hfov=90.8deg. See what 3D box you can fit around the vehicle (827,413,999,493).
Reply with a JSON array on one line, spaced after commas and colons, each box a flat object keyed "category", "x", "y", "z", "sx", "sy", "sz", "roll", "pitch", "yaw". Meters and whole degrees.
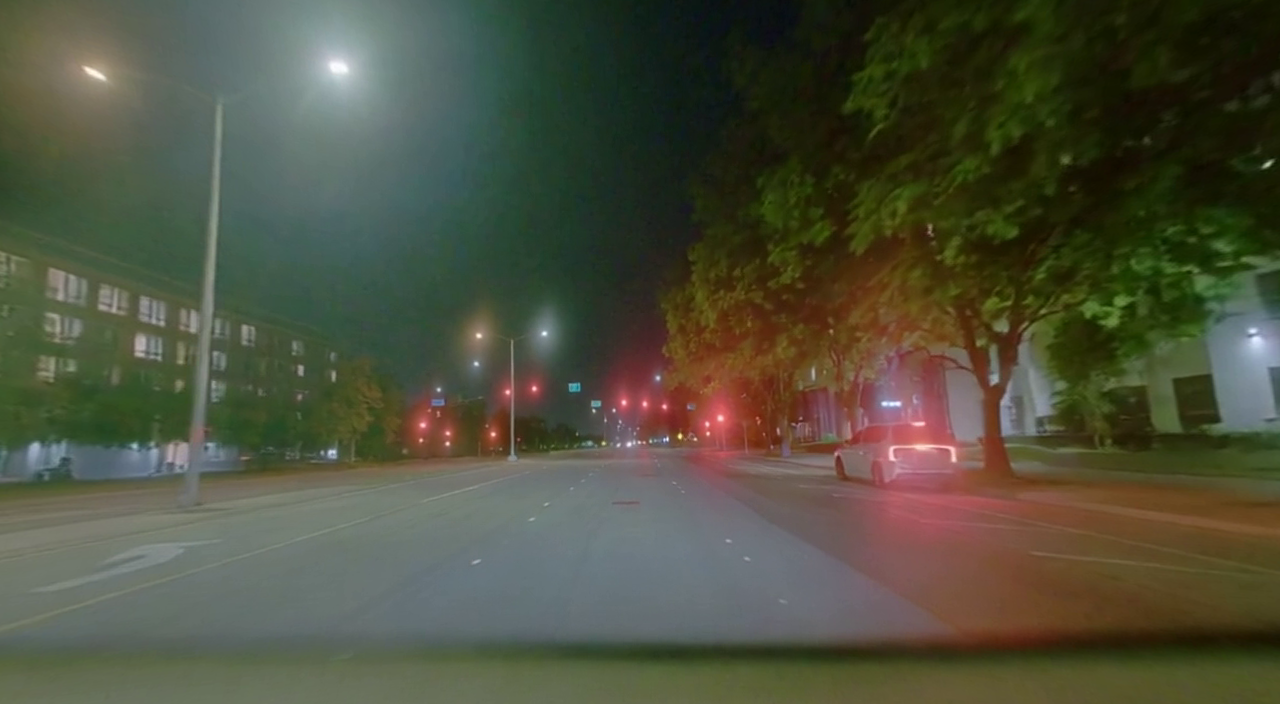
[{"category": "vehicle", "x": 7.389, "y": 2.843, "z": 18.027, "sx": 2.234, "sy": 1.880, "sz": 5.812, "roll": 0, "pitch": -8, "yaw": -1}]
